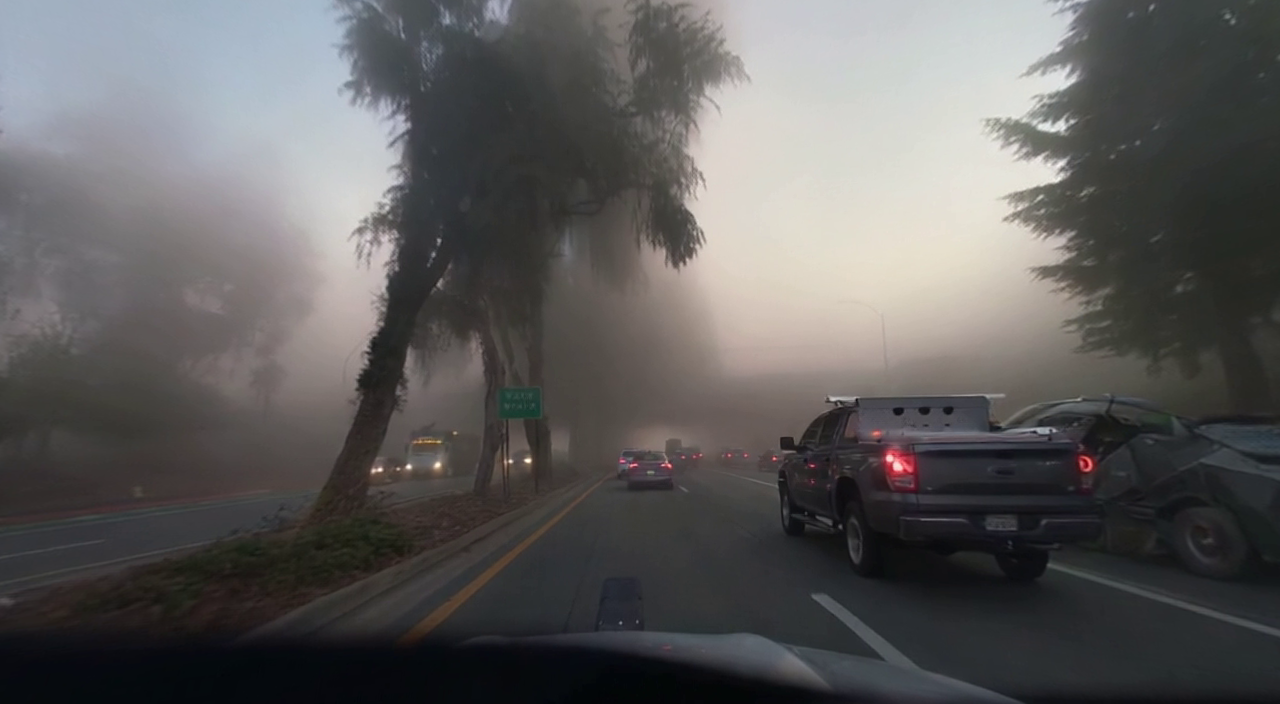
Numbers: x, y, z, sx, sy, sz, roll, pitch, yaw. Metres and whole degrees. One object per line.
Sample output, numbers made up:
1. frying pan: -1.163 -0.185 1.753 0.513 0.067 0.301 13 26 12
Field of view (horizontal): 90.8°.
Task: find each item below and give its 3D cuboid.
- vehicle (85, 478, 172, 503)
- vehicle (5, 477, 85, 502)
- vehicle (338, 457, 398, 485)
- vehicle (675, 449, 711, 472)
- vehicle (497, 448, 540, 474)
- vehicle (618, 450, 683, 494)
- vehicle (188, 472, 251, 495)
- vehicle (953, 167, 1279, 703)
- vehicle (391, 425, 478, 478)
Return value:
1. vehicle: -32.656 8.863 40.397 3.907 1.435 1.765 0 -9 -2
2. vehicle: -45.191 10.444 48.043 4.067 1.637 1.836 -1 -10 -1
3. vehicle: -19.225 8.431 44.890 2.091 1.771 4.727 0 -9 0
4. vehicle: 3.420 7.071 41.474 1.962 1.431 4.205 0 -9 0
5. vehicle: -8.773 7.882 46.060 2.165 1.764 4.671 0 -9 1
6. vehicle: 0.328 4.008 21.473 2.027 1.341 3.775 0 -9 0
7. vehicle: -31.999 10.011 48.114 3.691 1.460 1.668 -4 -10 3
8. vehicle: 3.360 0.509 1.611 2.588 2.321 4.927 0 -9 1
9. vehicle: -15.772 7.782 49.696 3.206 3.617 10.684 0 -9 0
